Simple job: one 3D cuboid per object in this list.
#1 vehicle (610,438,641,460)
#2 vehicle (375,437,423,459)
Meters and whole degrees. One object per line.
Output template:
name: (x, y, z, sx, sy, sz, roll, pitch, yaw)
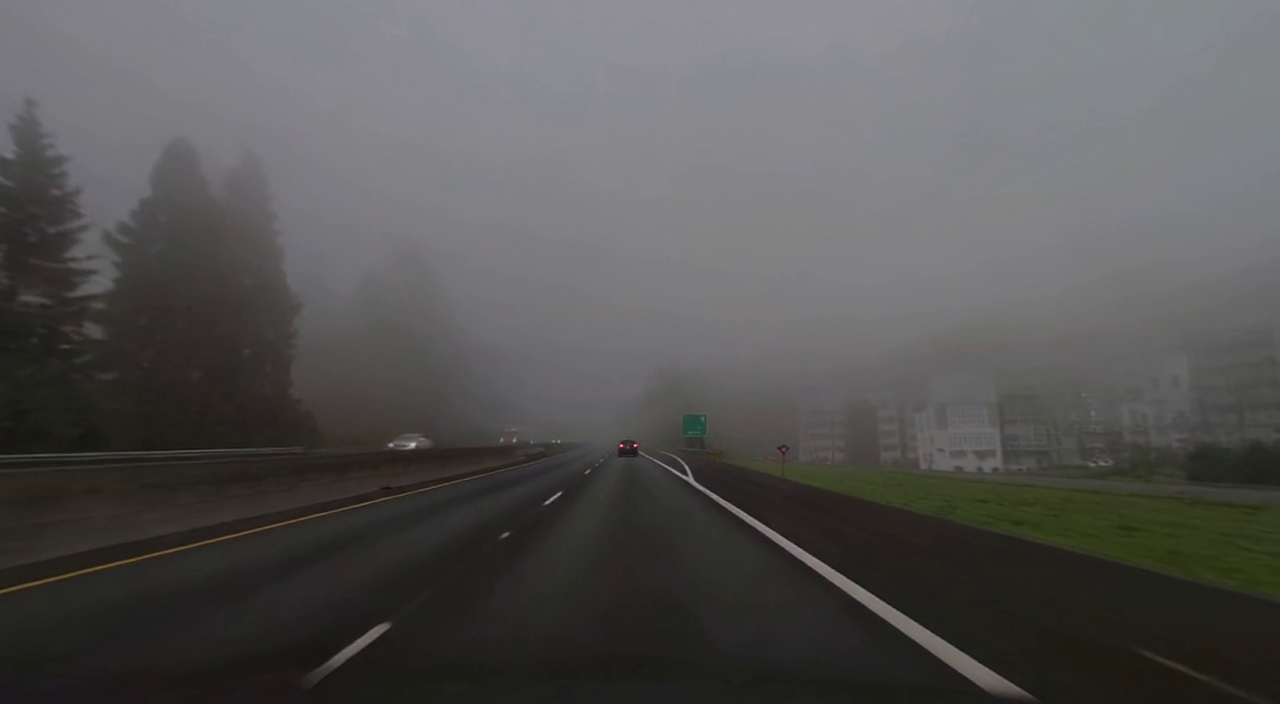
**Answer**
vehicle: (-1.035, 6.844, 44.553, 2.099, 1.504, 3.843, 0, -8, -2)
vehicle: (-16.976, 6.764, 44.537, 1.913, 1.476, 4.020, 0, -8, -1)
